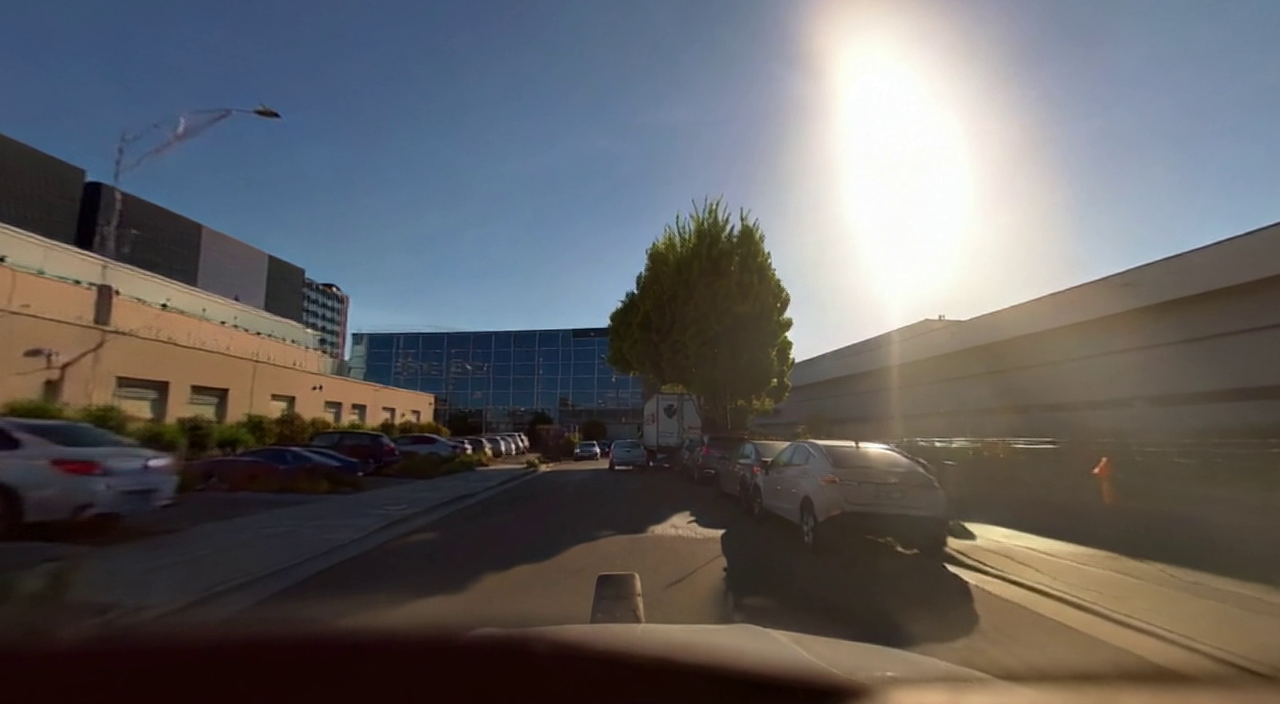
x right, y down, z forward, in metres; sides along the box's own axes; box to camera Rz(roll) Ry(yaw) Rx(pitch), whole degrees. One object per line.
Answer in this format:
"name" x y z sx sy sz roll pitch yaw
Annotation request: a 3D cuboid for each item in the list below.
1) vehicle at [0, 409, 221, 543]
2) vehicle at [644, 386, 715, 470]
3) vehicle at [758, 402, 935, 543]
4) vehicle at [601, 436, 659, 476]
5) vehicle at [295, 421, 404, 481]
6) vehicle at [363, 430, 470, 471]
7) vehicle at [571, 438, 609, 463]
"vehicle" -8.021 1.449 7.637 4.483 1.431 1.849 0 -8 -4
"vehicle" 1.985 4.746 38.445 2.865 4.113 14.471 0 -8 -2
"vehicle" 2.901 1.744 9.371 1.686 1.786 2.276 0 -9 -3
"vehicle" -0.432 4.170 25.553 2.160 1.498 3.909 0 -8 -2
"vehicle" -9.409 3.241 20.874 1.996 1.719 4.382 2 -8 -8
"vehicle" -8.700 3.857 24.802 3.569 1.520 1.797 0 -8 -5
"vehicle" -3.182 6.318 40.616 1.989 1.481 4.008 0 -8 2
